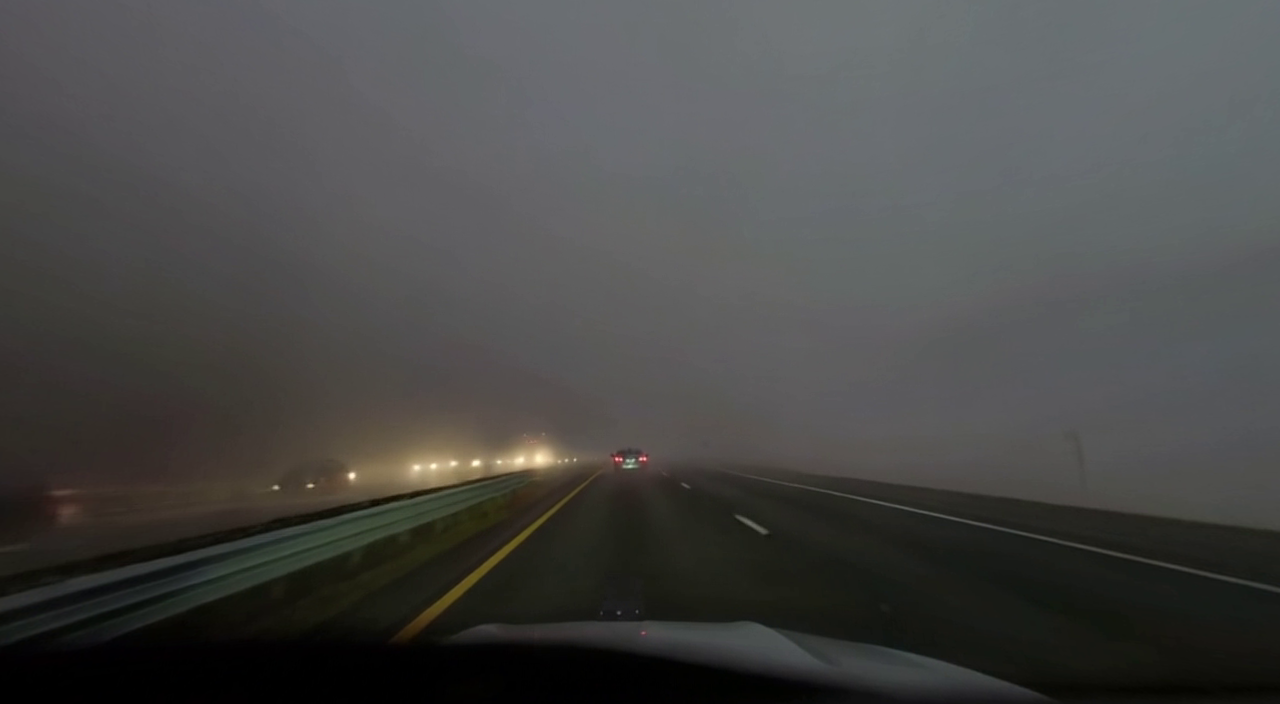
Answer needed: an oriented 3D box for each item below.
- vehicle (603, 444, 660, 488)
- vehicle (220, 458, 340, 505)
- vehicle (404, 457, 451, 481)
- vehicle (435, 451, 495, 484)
[{"bbox_3d":[-0.346,4.314,24.013,1.971,1.518,4.108,0,-9,-1],"label":"vehicle"},{"bbox_3d":[-13.302,4.788,23.541,1.853,1.500,4.552,0,-9,-1],"label":"vehicle"},{"bbox_3d":[-13.763,7.574,40.811,1.822,1.457,3.708,0,-9,-1],"label":"vehicle"},{"bbox_3d":[-8.904,5.904,32.277,1.893,1.519,4.127,0,-9,0],"label":"vehicle"}]
